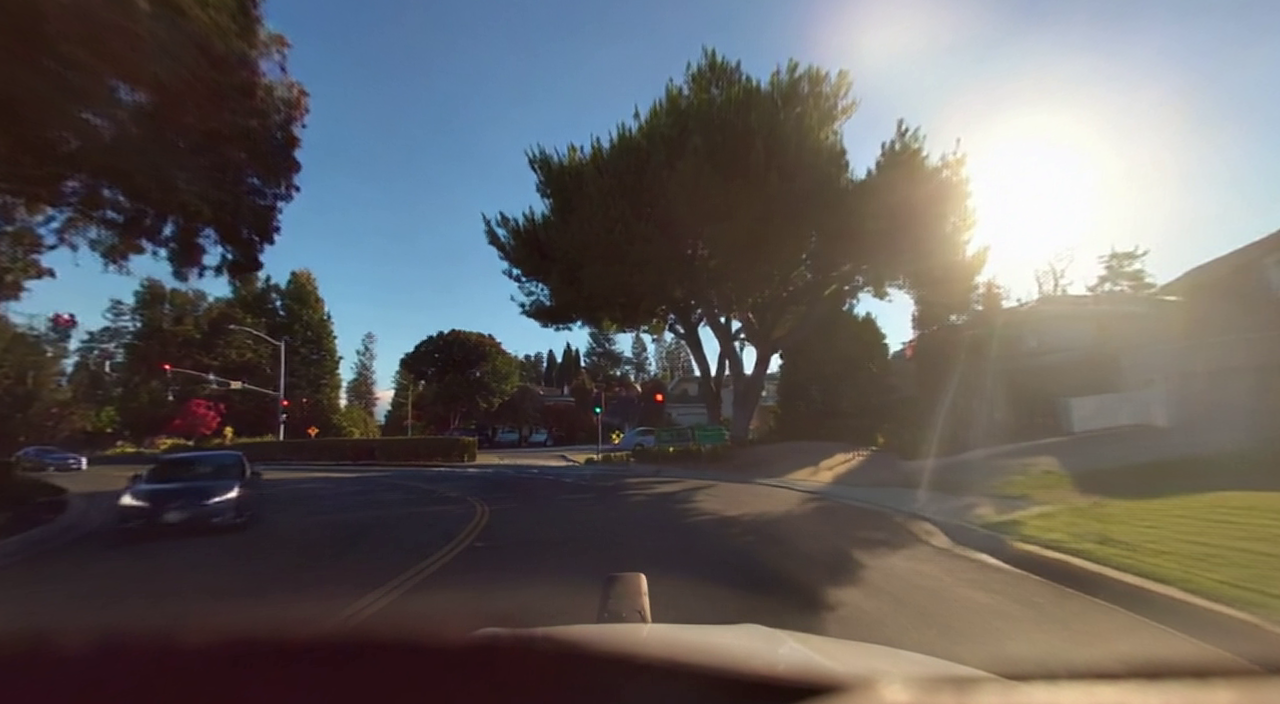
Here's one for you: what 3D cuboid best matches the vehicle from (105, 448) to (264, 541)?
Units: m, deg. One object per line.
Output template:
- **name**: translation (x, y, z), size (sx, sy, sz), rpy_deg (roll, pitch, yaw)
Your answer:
- **vehicle**: translation (-8.907, 2.682, 12.655), size (2.066, 1.455, 4.770), rpy_deg (5, -10, -31)
